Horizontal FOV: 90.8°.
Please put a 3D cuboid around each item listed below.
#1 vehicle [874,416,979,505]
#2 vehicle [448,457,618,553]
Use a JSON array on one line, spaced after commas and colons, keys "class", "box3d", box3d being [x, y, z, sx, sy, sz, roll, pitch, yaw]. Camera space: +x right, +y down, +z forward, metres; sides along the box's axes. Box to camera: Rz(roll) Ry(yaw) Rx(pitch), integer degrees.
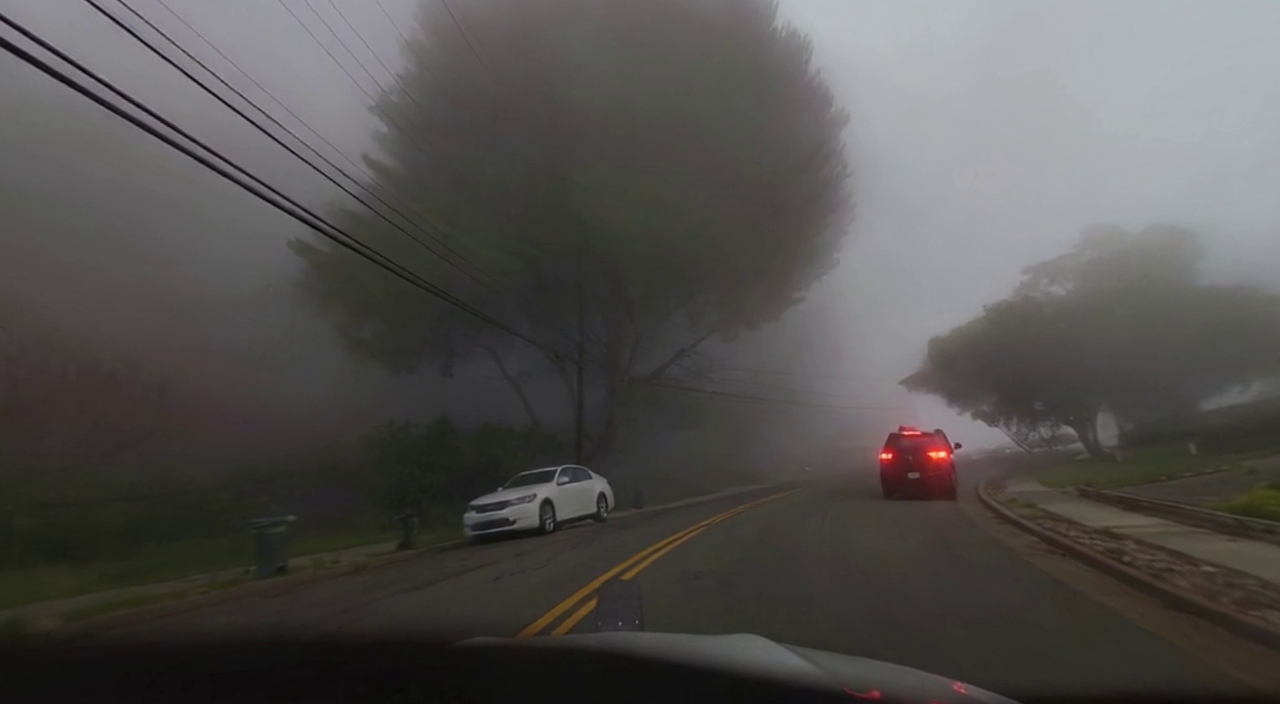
[{"class": "vehicle", "box3d": [7.730, 2.816, 16.770, 2.086, 1.974, 4.890, -5, -10, 28]}, {"class": "vehicle", "box3d": [-2.464, 3.672, 15.970, 2.039, 1.949, 4.511, -4, -9, 24]}]
